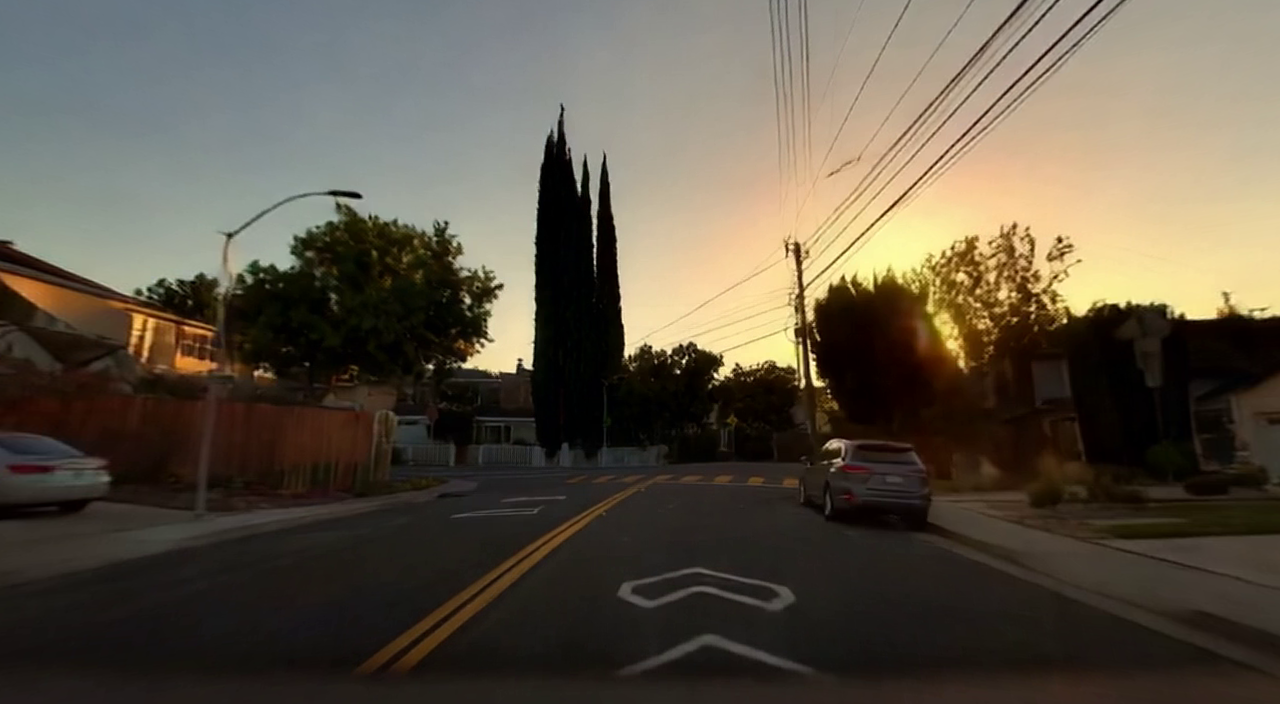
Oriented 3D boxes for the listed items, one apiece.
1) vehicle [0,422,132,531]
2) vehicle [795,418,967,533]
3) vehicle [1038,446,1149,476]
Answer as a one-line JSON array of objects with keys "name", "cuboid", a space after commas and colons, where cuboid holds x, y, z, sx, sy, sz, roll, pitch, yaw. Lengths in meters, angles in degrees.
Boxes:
[{"name": "vehicle", "cuboid": [-11.861, 2.083, 10.885, 4.632, 1.644, 1.986, -1, -9, 6]}, {"name": "vehicle", "cuboid": [4.488, 2.349, 12.627, 2.070, 1.847, 4.457, -1, -9, 6]}, {"name": "vehicle", "cuboid": [24.243, 5.834, 33.958, 4.322, 1.499, 1.927, -2, -9, 13]}]
